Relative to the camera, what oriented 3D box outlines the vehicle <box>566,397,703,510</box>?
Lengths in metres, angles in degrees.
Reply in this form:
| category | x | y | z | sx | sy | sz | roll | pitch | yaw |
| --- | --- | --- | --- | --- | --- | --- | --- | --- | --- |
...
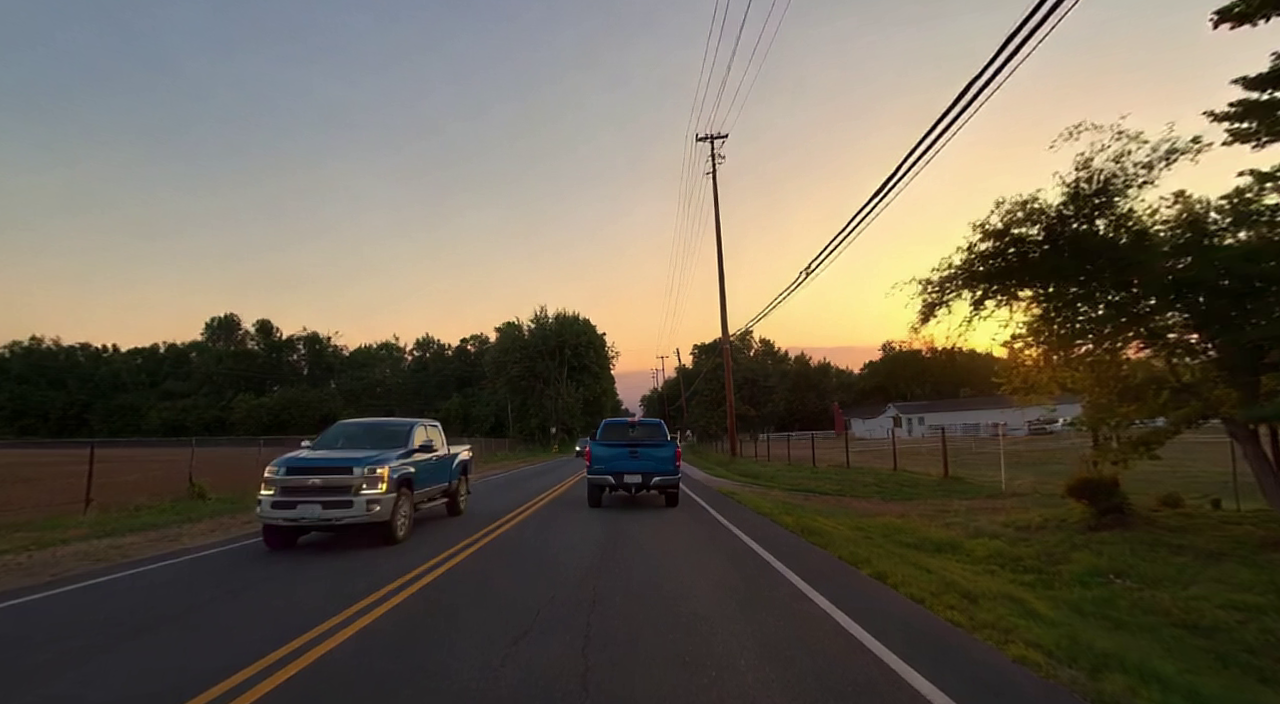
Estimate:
| category | x | y | z | sx | sy | sz | roll | pitch | yaw |
| --- | --- | --- | --- | --- | --- | --- | --- | --- | --- |
| vehicle | -0.174 | 2.439 | 15.479 | 2.693 | 2.223 | 5.885 | 0 | -8 | -1 |

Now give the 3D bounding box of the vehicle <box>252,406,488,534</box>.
| category | x | y | z | sx | sy | sz | roll | pitch | yaw |
| --- | --- | --- | --- | --- | --- | --- | --- | --- | --- |
| vehicle | -4.650 | 2.132 | 11.977 | 2.346 | 1.907 | 4.757 | 0 | -8 | 0 |
